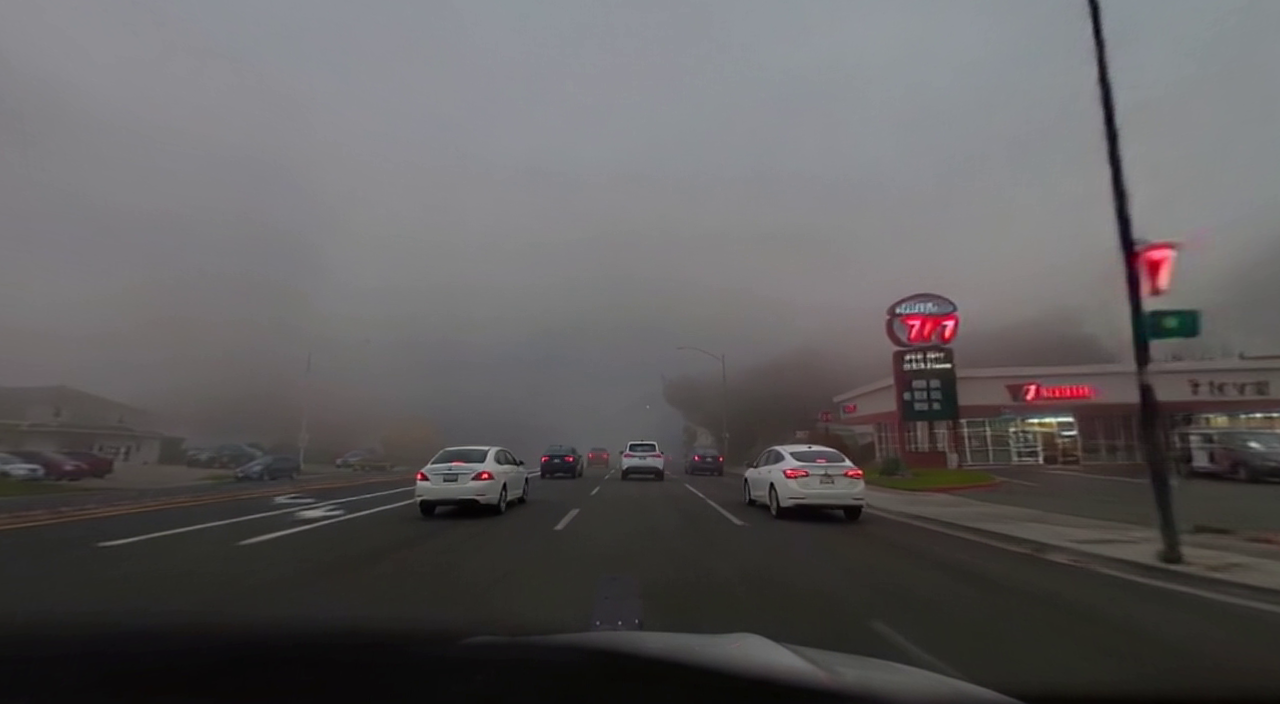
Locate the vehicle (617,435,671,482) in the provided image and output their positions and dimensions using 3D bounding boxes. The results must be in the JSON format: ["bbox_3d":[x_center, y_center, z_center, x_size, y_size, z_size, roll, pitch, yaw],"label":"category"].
[{"bbox_3d":[0.119,4.587,27.442,2.164,1.867,4.254,0,-8,-1],"label":"vehicle"}]

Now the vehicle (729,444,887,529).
[{"bbox_3d":[3.288,2.710,13.430,1.977,1.480,4.589,0,-8,-2],"label":"vehicle"}]

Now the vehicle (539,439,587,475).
[{"bbox_3d":[-3.845,5.350,32.213,1.932,1.695,4.235,0,-8,0],"label":"vehicle"}]

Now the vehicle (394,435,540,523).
[{"bbox_3d":[-3.312,2.498,12.991,1.864,1.505,4.202,0,-8,-1],"label":"vehicle"}]

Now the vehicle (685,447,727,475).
[{"bbox_3d":[3.672,6.147,35.837,1.880,1.476,3.932,0,-8,-1],"label":"vehicle"}]

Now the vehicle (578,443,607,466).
[{"bbox_3d":[-3.617,7.869,48.379,1.871,1.673,3.920,0,-8,1],"label":"vehicle"}]

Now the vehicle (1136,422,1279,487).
[{"bbox_3d":[18.571,3.237,20.177,1.905,1.833,4.347,0,-8,3],"label":"vehicle"}]

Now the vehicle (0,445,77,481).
[{"bbox_3d":[-30.077,5.304,30.200,4.123,1.648,2.053,0,-8,1],"label":"vehicle"}]

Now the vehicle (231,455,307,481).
[{"bbox_3d":[-22.508,7.040,38.453,1.827,1.441,4.660,0,-8,0],"label":"vehicle"}]
